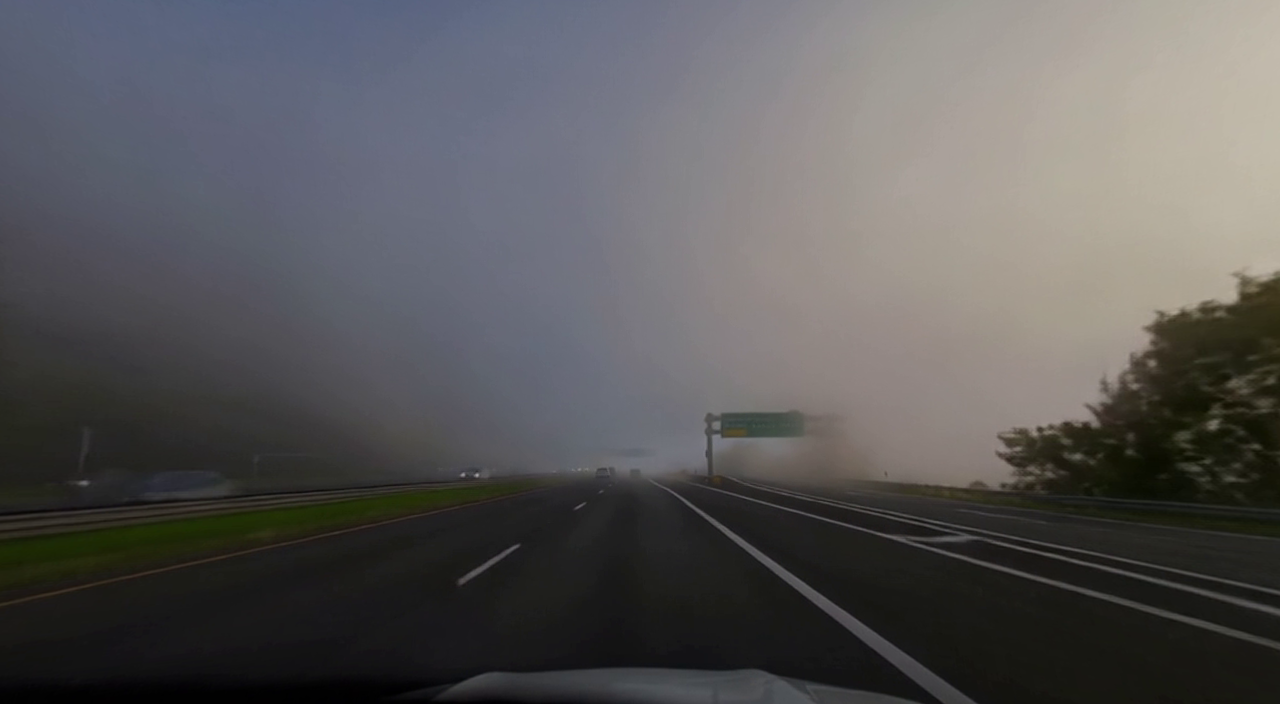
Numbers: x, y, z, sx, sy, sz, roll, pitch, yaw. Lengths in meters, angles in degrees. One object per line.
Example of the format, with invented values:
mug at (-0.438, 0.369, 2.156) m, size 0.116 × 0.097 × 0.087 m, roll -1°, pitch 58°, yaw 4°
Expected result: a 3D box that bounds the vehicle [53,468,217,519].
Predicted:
vehicle at (-16.446, 4.593, 20.869) m, size 1.791 × 1.452 × 4.326 m, roll 1°, pitch -11°, yaw 1°
